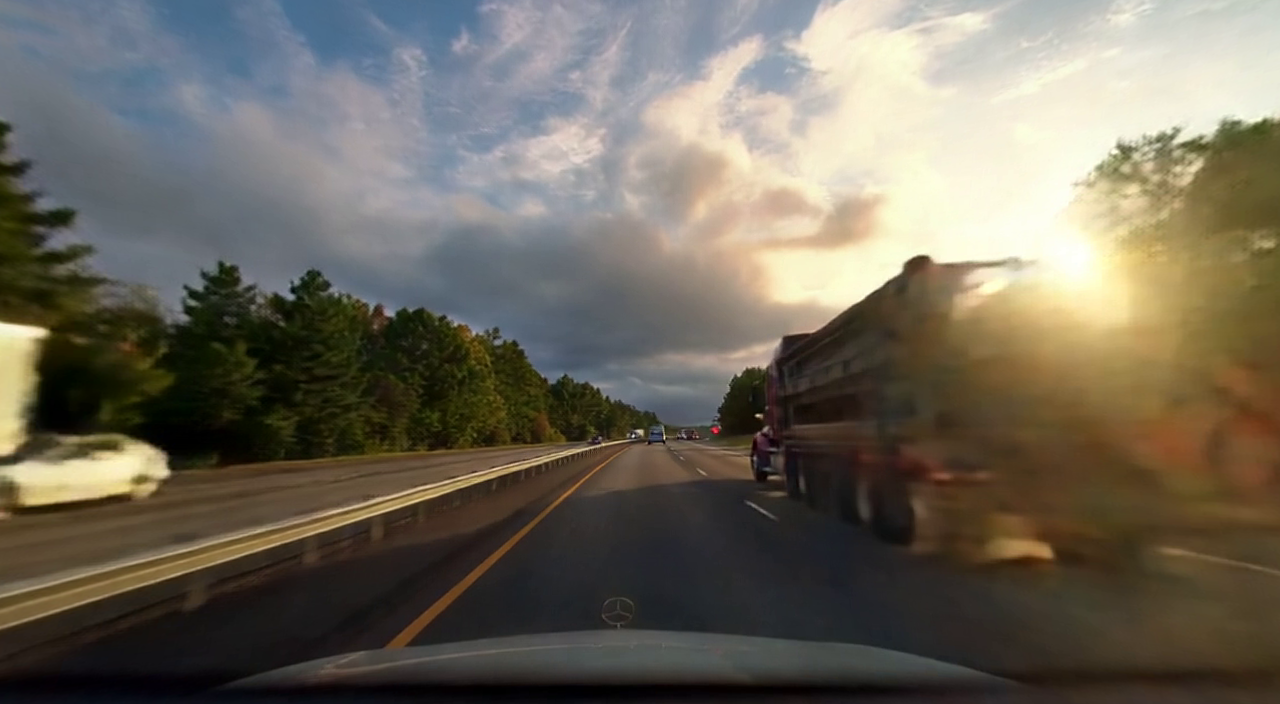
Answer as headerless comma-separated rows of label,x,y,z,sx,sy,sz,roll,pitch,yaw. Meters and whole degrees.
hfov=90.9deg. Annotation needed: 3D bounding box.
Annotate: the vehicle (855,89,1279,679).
vehicle,4.338,0.406,6.038,2.749,3.357,4.979,0,-8,1
